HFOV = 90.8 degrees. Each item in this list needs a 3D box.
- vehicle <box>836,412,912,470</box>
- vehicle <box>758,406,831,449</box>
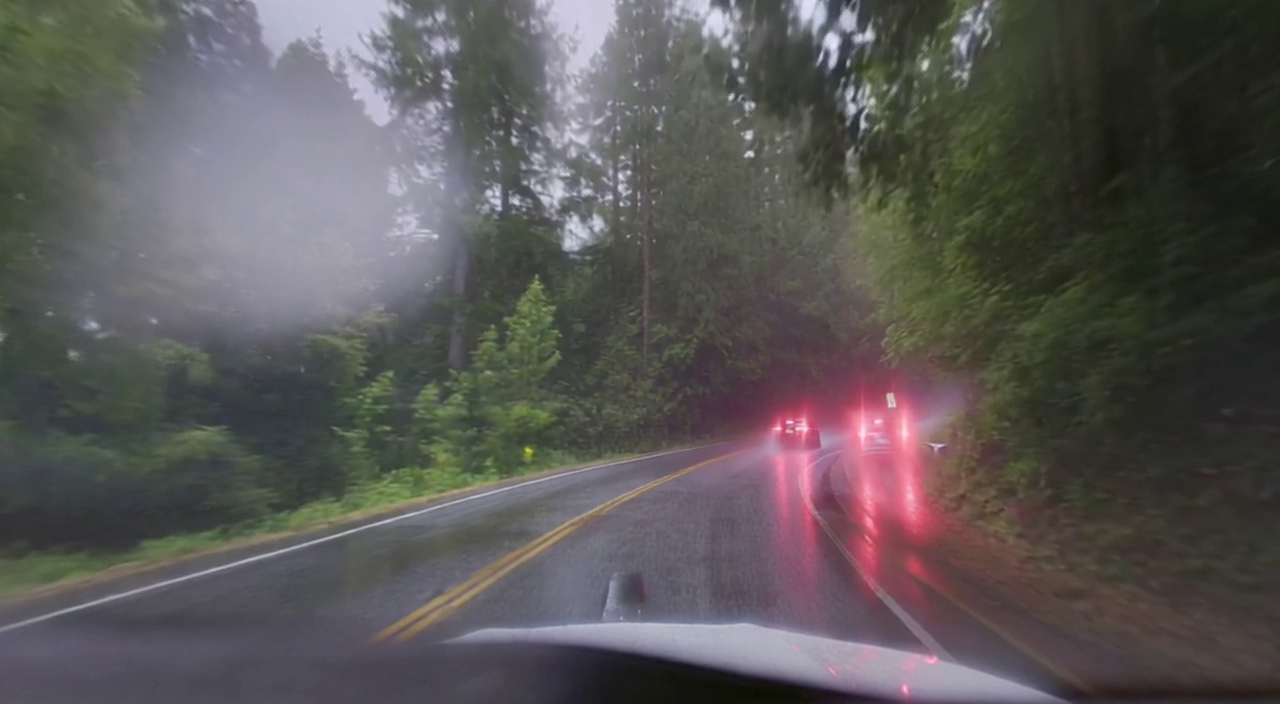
[{"bbox_3d":[8.295,3.147,22.237,2.172,1.773,4.601,-4,-9,22],"label":"vehicle"},{"bbox_3d":[7.914,3.813,31.868,2.469,1.953,5.605,-4,-8,24],"label":"vehicle"}]
